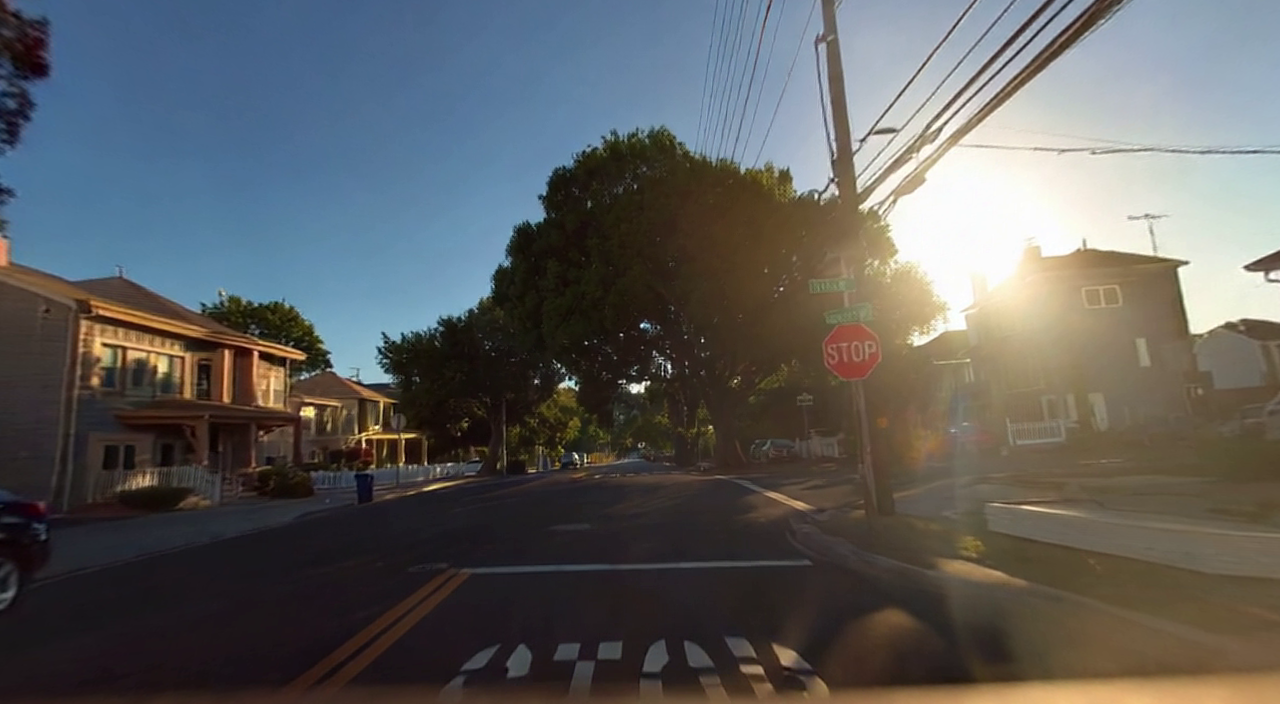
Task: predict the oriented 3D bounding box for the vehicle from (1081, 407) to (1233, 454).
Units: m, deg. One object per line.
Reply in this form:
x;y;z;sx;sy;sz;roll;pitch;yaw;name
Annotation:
21.130;3.245;25.972;4.466;1.769;2.033;1;-8;-1;vehicle

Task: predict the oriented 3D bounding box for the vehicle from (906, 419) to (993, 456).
15.545;4.351;31.992;2.025;1.689;4.342;0;-8;-2;vehicle

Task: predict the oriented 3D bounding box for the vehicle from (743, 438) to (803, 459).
9.922;7.215;47.323;4.019;1.533;1.769;0;-8;0;vehicle
